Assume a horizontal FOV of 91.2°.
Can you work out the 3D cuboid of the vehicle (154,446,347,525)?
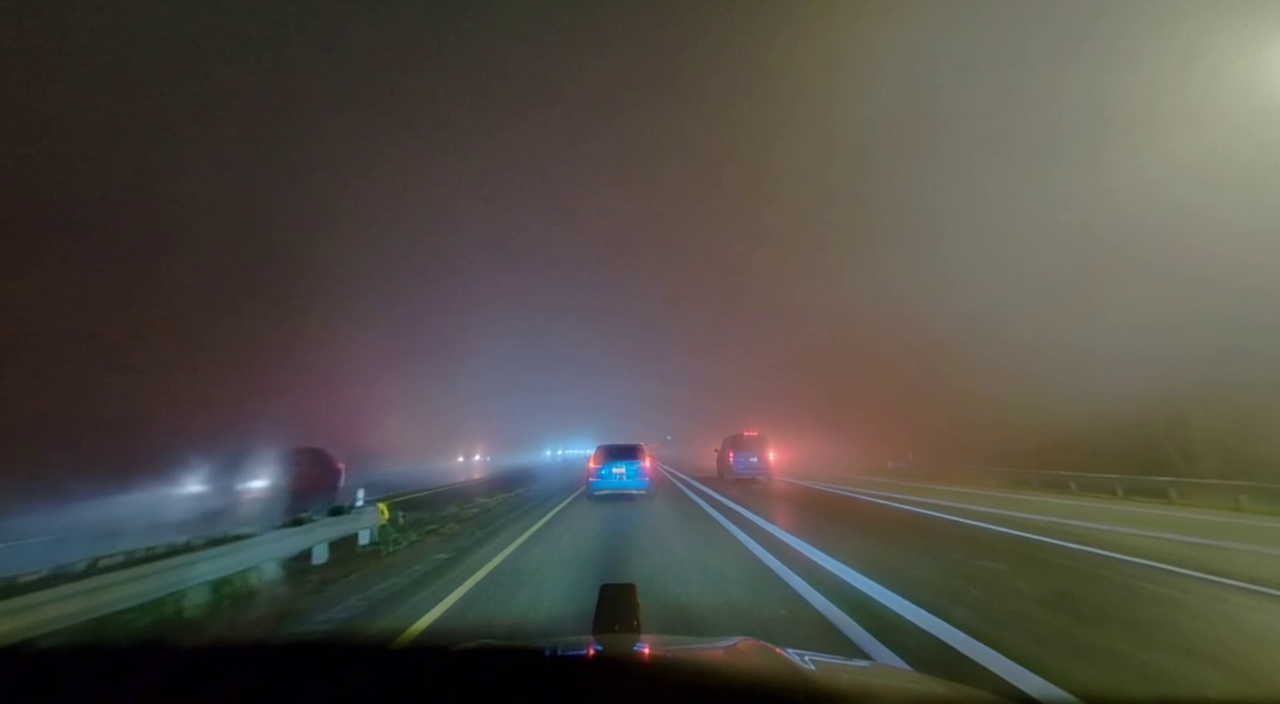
[{"bbox_3d":[-8.798,3.004,14.685,1.851,1.542,4.150,0,-9,0],"label":"vehicle"}]

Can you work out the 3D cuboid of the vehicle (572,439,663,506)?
[{"bbox_3d":[-0.516,3.011,16.030,2.029,1.483,3.769,0,-9,0],"label":"vehicle"}]

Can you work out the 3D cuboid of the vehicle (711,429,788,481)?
[{"bbox_3d":[4.413,4.280,26.168,2.261,1.952,4.784,0,-9,-1],"label":"vehicle"}]
